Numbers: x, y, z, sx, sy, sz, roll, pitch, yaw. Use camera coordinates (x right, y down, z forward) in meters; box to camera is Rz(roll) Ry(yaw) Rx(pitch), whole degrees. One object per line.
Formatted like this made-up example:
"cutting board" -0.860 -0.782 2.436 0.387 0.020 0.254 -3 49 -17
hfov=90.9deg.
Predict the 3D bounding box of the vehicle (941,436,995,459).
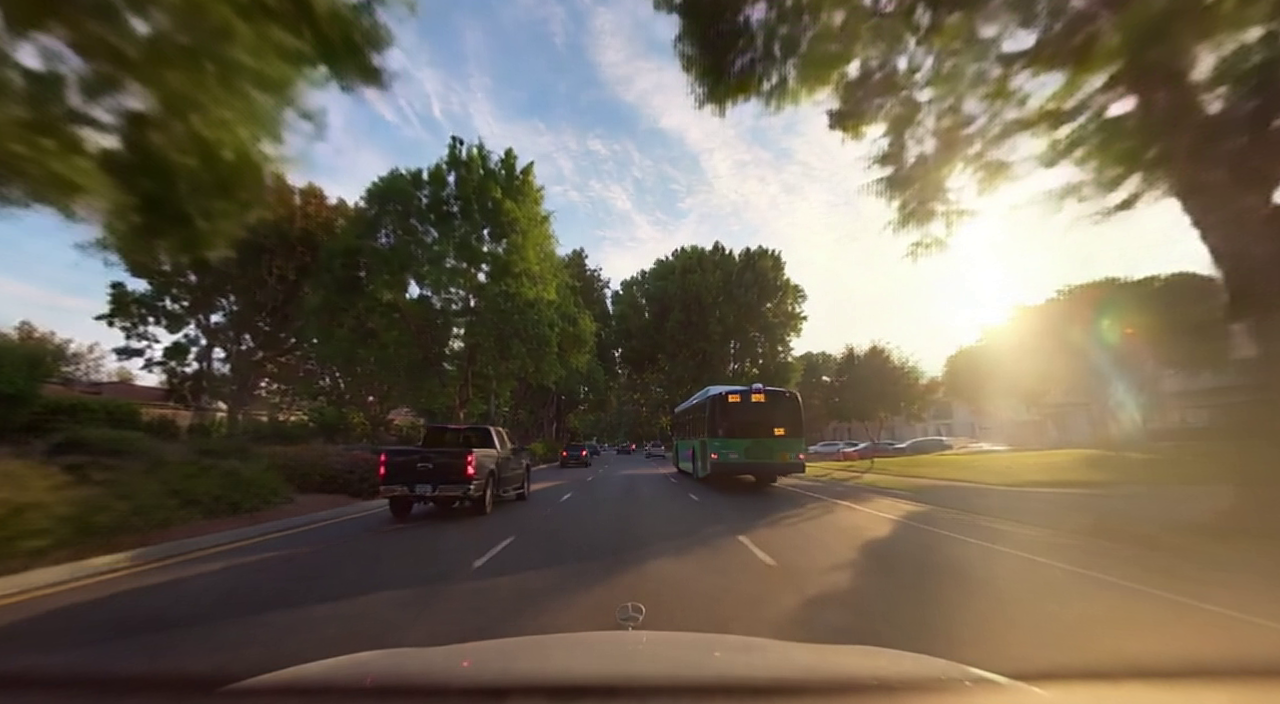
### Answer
"vehicle" 24.132 7.061 46.532 1.987 1.604 4.005 0 -9 3

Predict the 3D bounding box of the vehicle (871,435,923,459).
"vehicle" 19.014 7.089 46.827 2.062 1.683 4.209 0 -8 1

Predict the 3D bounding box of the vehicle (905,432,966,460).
"vehicle" 21.773 6.949 46.650 2.152 1.945 4.827 0 -8 1

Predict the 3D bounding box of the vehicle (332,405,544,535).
"vehicle" -3.310 2.081 11.703 2.074 1.849 5.137 0 -8 2

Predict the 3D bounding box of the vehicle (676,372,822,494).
"vehicle" 3.293 3.104 23.342 3.059 3.264 12.623 0 -8 0

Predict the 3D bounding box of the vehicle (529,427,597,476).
"vehicle" -3.488 4.656 29.807 2.513 2.066 5.820 0 -8 0
